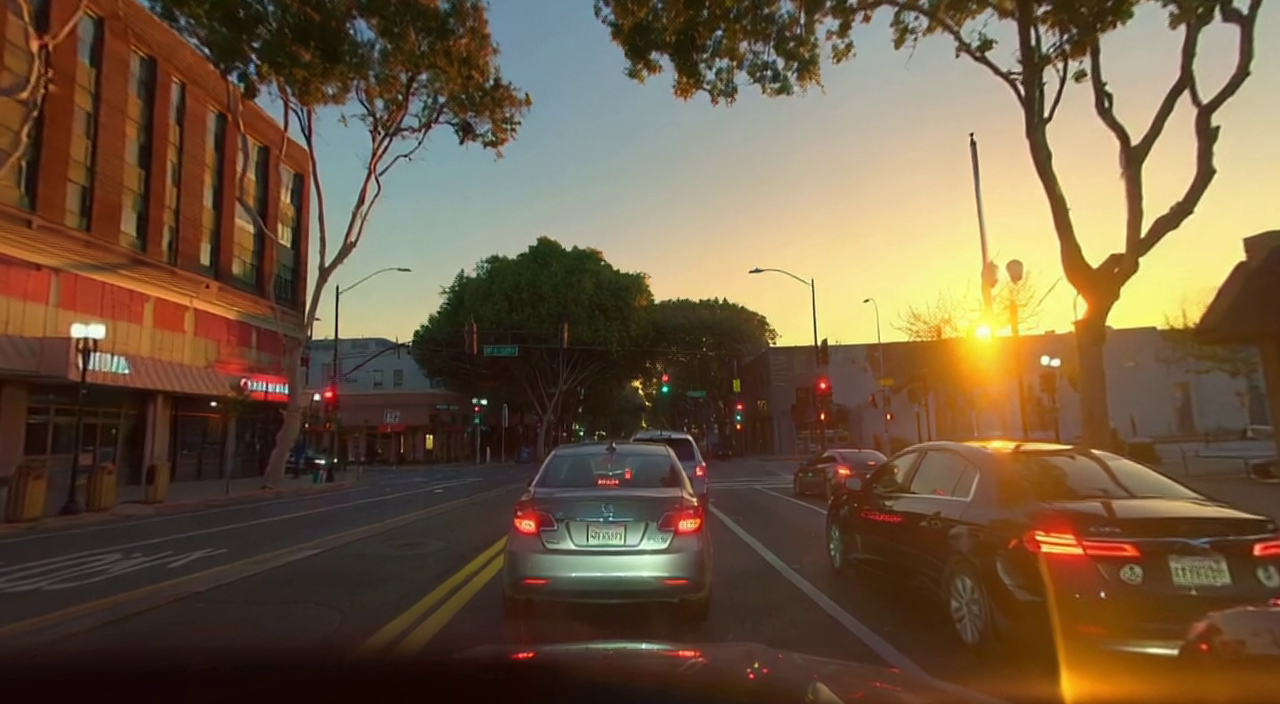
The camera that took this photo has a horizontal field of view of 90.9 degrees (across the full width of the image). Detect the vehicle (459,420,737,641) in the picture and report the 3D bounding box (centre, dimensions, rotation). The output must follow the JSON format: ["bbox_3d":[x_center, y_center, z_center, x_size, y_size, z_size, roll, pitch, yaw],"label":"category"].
[{"bbox_3d":[-0.277,1.498,6.214,1.888,1.489,3.703,0,-8,0],"label":"vehicle"}]

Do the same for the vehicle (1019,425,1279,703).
[{"bbox_3d":[3.180,0.837,1.106,2.006,1.496,4.767,0,-9,-1],"label":"vehicle"}]

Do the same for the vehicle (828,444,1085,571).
[{"bbox_3d":[4.540,2.234,10.024,1.912,1.505,4.618,-1,-8,3],"label":"vehicle"}]
